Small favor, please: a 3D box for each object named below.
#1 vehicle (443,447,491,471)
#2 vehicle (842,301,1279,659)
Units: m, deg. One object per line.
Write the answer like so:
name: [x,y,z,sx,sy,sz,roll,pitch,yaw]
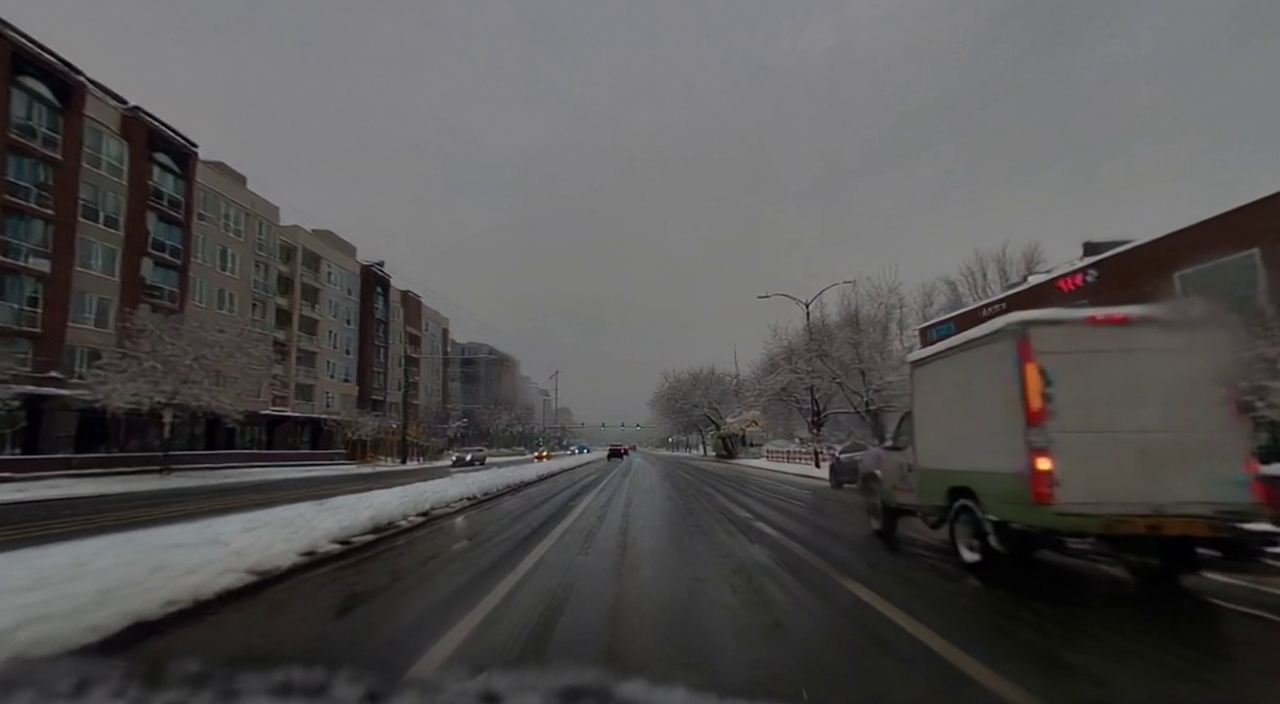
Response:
vehicle: [-11.247,6.985,41.375,1.834,1.482,4.349,0,-9,0]
vehicle: [4.717,1.275,7.258,2.723,2.409,5.869,0,-9,-1]
